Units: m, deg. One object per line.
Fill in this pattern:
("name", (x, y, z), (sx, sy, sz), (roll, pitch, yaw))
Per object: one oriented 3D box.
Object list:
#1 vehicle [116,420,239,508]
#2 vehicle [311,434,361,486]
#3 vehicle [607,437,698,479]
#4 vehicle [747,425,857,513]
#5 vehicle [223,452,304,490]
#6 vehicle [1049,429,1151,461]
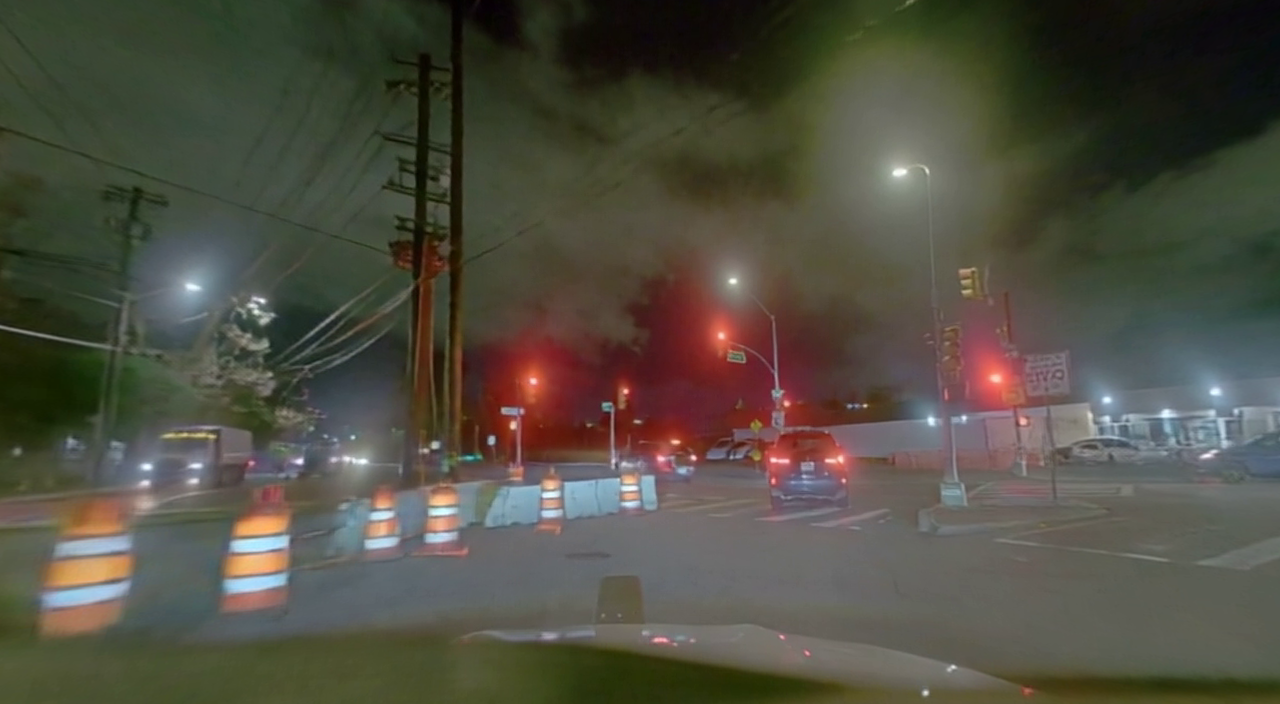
("vehicle", (-15.617, 3.793, 21.598), (2.185, 2.644, 3.306), (-1, -9, -14))
("vehicle", (-16.549, 5.847, 34.618), (1.959, 2.654, 4.078), (3, -9, -20))
("vehicle", (0.491, 5.307, 32.062), (2.206, 1.911, 5.548), (4, -9, -27))
("vehicle", (4.056, 2.900, 16.257), (2.256, 1.859, 5.118), (-2, -8, 12))
("vehicle", (-19.689, 6.188, 33.312), (2.509, 1.731, 4.549), (2, -8, -16))
("vehicle", (26.065, 5.280, 35.889), (4.382, 1.688, 1.937), (-8, -11, 42))
